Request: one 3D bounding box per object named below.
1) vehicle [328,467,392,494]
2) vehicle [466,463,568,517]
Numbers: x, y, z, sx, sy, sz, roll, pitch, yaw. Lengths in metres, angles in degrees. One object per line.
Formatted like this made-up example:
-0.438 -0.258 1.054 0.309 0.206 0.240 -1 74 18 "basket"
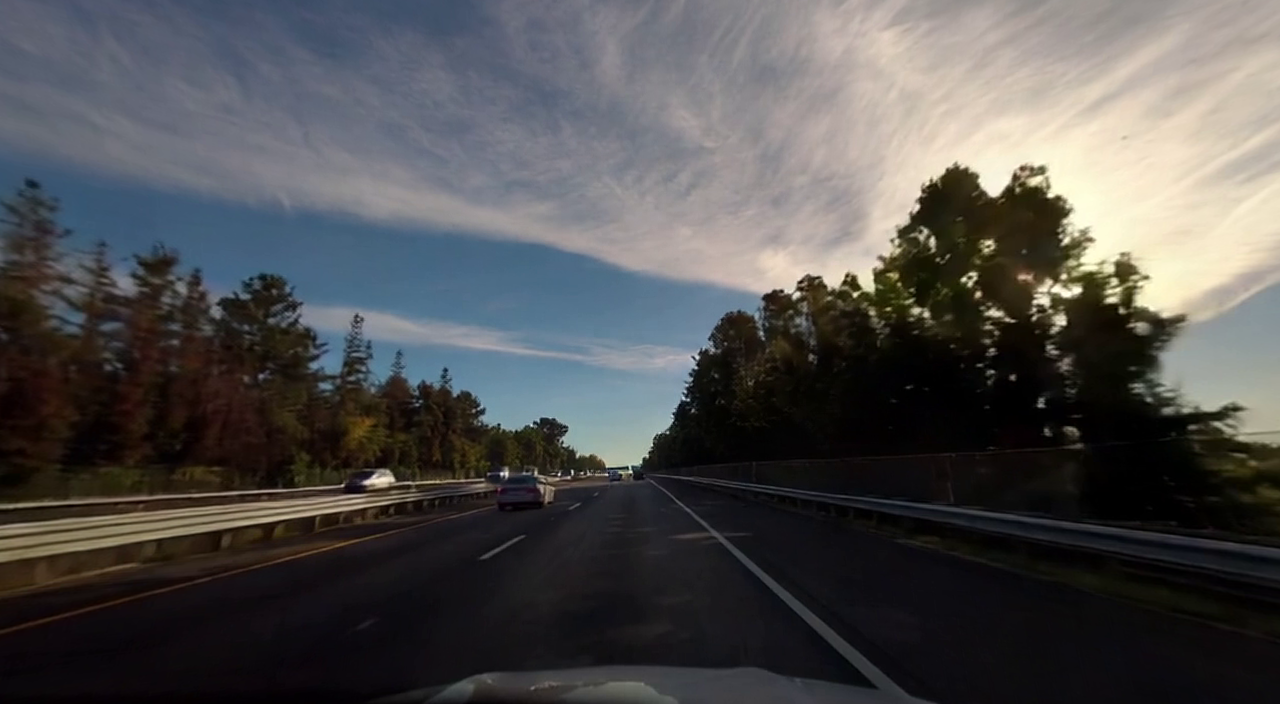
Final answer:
-17.223 7.912 39.004 1.964 1.529 4.371 1 -11 0 "vehicle"
-3.735 4.312 20.128 2.146 1.441 5.020 1 -11 1 "vehicle"
